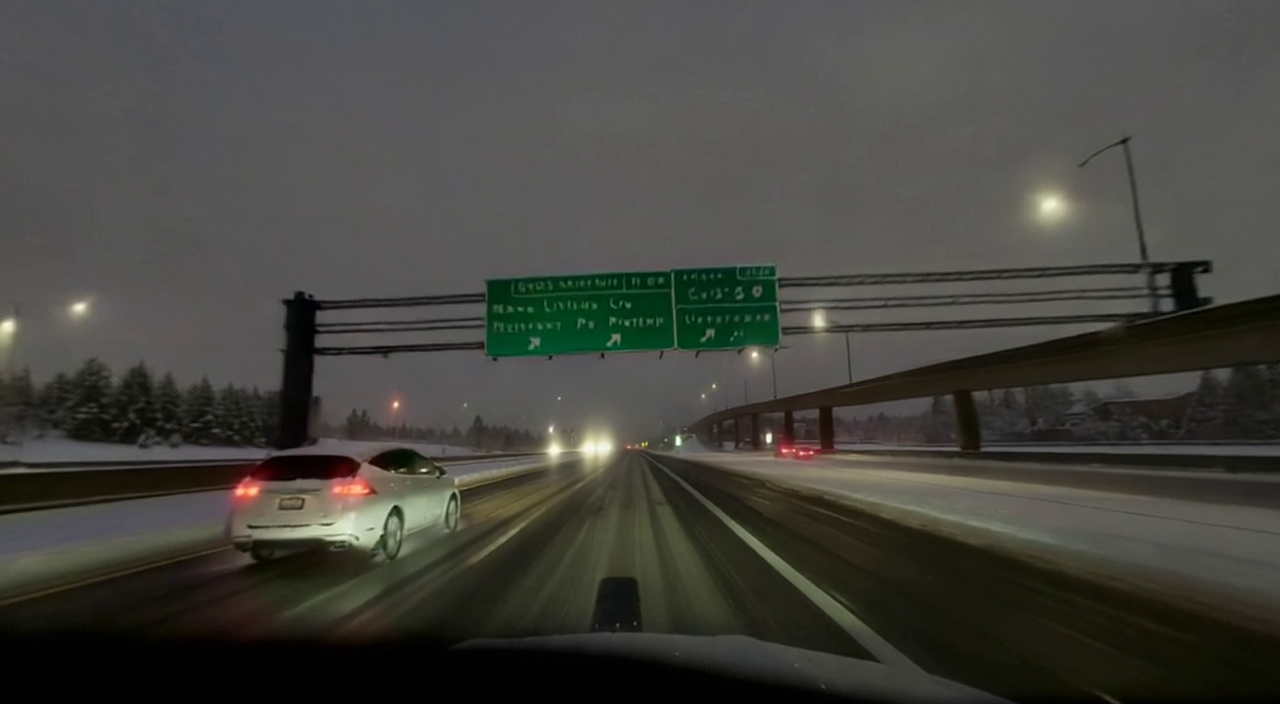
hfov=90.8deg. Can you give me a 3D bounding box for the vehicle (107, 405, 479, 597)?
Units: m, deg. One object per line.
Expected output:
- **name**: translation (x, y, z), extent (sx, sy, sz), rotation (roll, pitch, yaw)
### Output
- **vehicle**: translation (-3.647, 1.646, 7.862), extent (2.178, 1.699, 4.321), rotation (0, -8, -1)
